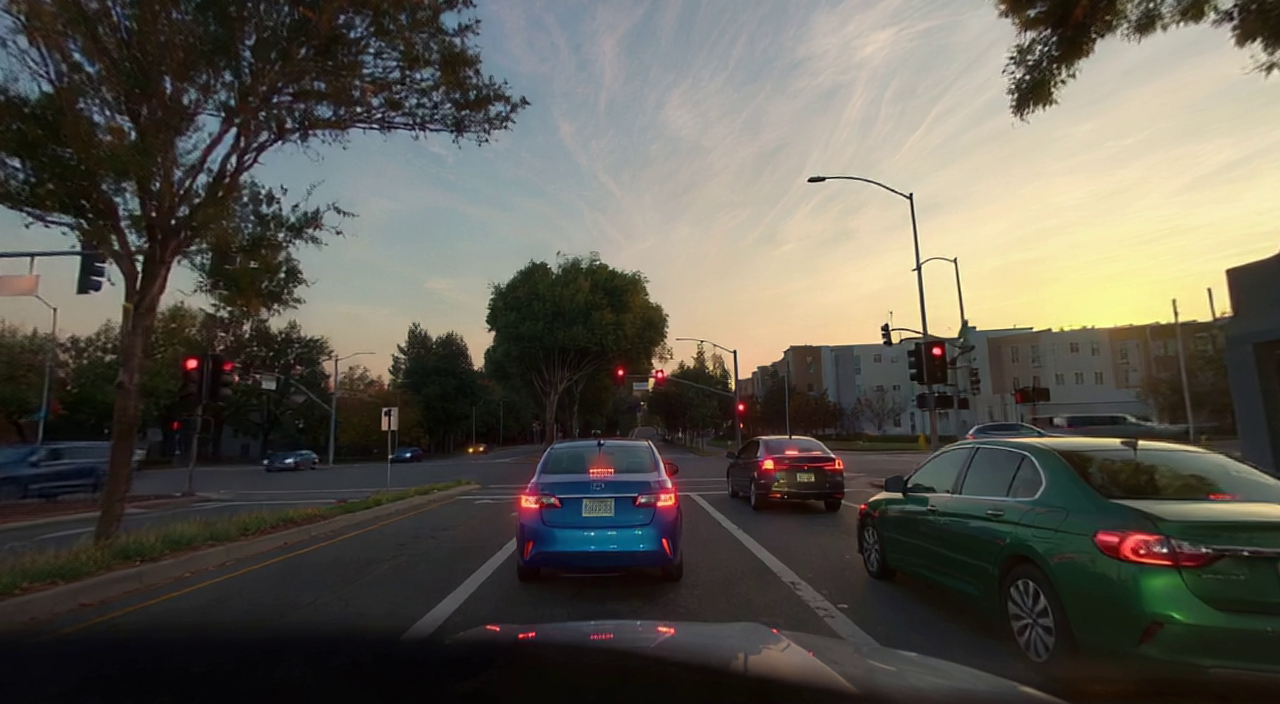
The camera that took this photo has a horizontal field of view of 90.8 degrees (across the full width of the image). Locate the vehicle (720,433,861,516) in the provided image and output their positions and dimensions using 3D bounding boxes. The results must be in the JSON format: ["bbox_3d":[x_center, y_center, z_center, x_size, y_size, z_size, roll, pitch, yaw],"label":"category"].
[{"bbox_3d":[3.152,2.666,14.306,2.026,1.549,4.559,0,-8,-1],"label":"vehicle"}]

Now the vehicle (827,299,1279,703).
[{"bbox_3d":[3.578,1.108,5.058,2.572,1.945,5.065,0,-8,0],"label":"vehicle"}]

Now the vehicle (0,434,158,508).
[{"bbox_3d":[-17.940,3.476,18.943,2.308,1.903,5.813,0,-8,0],"label":"vehicle"}]

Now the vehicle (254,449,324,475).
[{"bbox_3d":[-22.019,6.877,39.856,1.863,1.496,4.389,0,-8,1],"label":"vehicle"}]

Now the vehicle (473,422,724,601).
[{"bbox_3d":[-0.375,1.655,7.409,2.143,1.520,3.848,0,-8,-1],"label":"vehicle"}]
